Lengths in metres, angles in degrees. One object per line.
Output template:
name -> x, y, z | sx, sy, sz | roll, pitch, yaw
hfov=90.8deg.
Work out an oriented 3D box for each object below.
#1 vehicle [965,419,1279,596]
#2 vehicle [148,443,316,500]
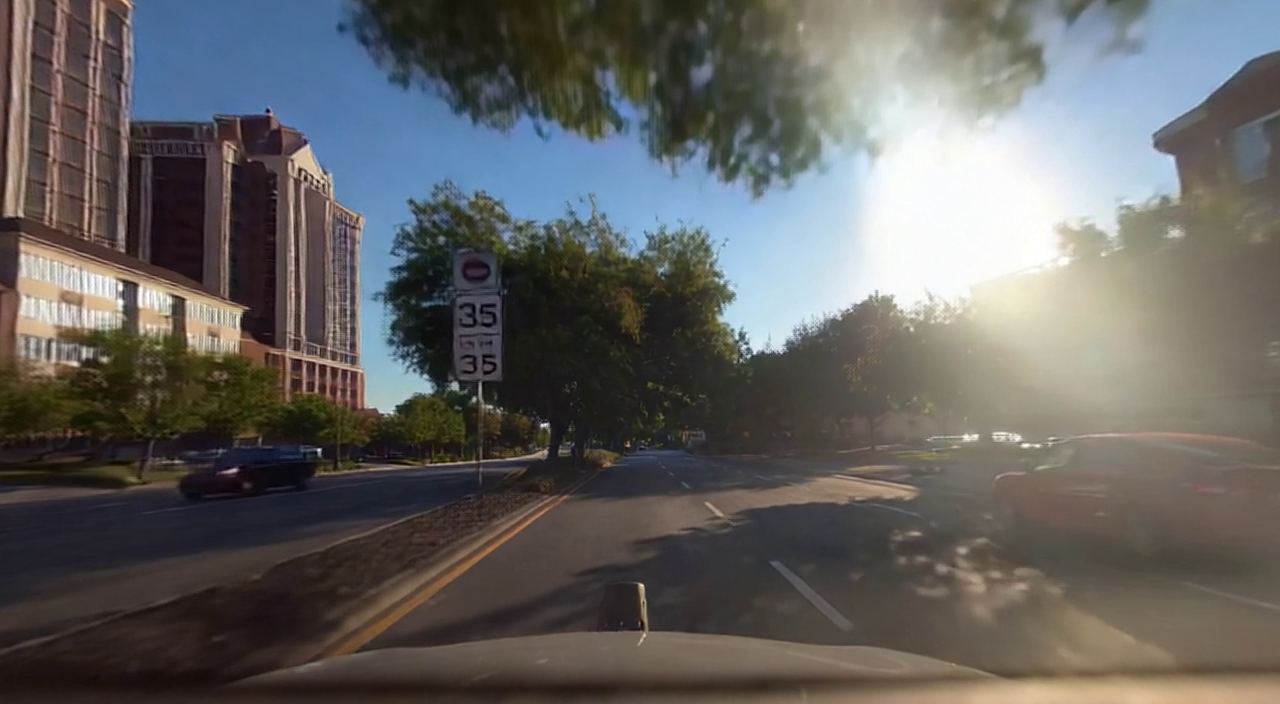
vehicle -> 6.562, 1.729, 8.026 | 2.088, 1.524, 5.085 | 0, -9, -1
vehicle -> -12.695, 3.707, 20.134 | 2.163, 1.576, 4.704 | 0, -9, 0
